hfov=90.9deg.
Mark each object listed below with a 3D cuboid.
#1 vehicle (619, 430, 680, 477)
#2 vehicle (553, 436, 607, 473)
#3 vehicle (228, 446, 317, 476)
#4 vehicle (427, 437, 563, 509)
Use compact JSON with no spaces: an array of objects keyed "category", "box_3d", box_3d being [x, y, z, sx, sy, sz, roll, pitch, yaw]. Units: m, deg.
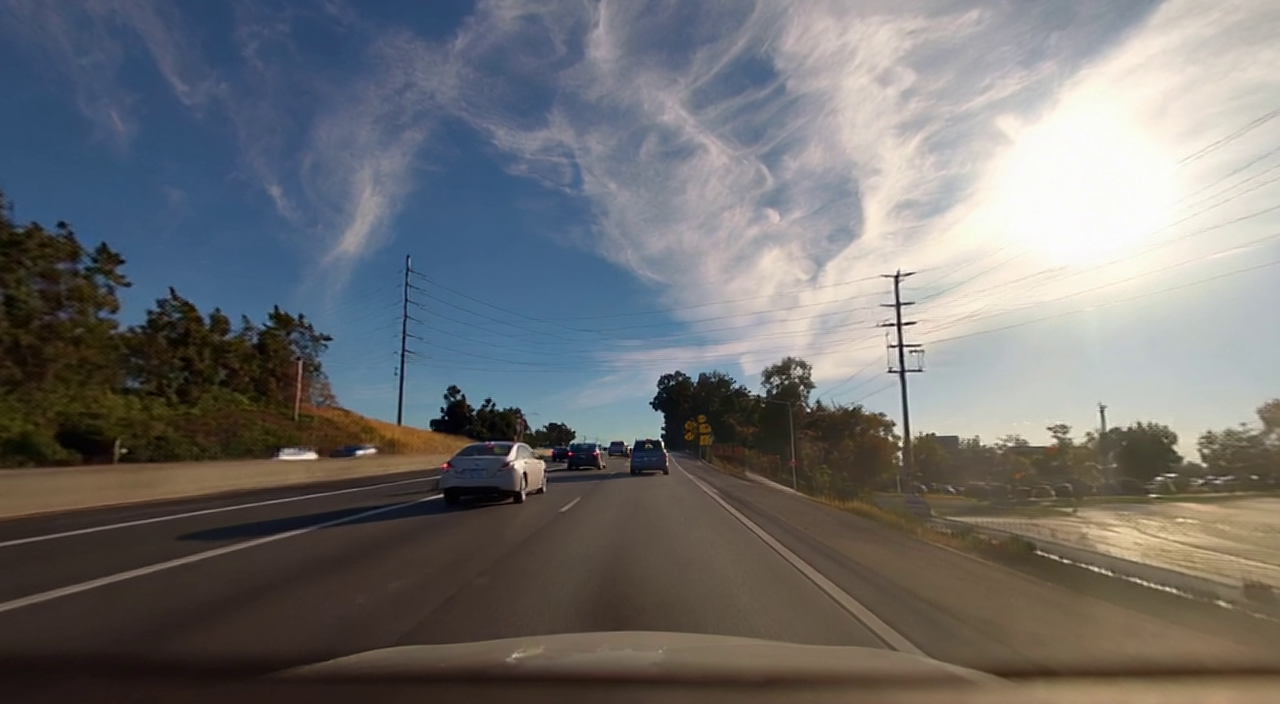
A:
[{"category":"vehicle","box_3d":[0.413,4.239,26.488,2.319,1.813,4.274,0,-8,1]},{"category":"vehicle","box_3d":[-2.929,5.166,31.901,2.051,1.695,4.731,-1,-8,3]},{"category":"vehicle","box_3d":[-20.028,5.918,34.646,1.886,1.495,4.780,-1,-8,2]},{"category":"vehicle","box_3d":[-3.258,2.820,15.204,2.092,1.464,4.466,0,-8,2]}]
